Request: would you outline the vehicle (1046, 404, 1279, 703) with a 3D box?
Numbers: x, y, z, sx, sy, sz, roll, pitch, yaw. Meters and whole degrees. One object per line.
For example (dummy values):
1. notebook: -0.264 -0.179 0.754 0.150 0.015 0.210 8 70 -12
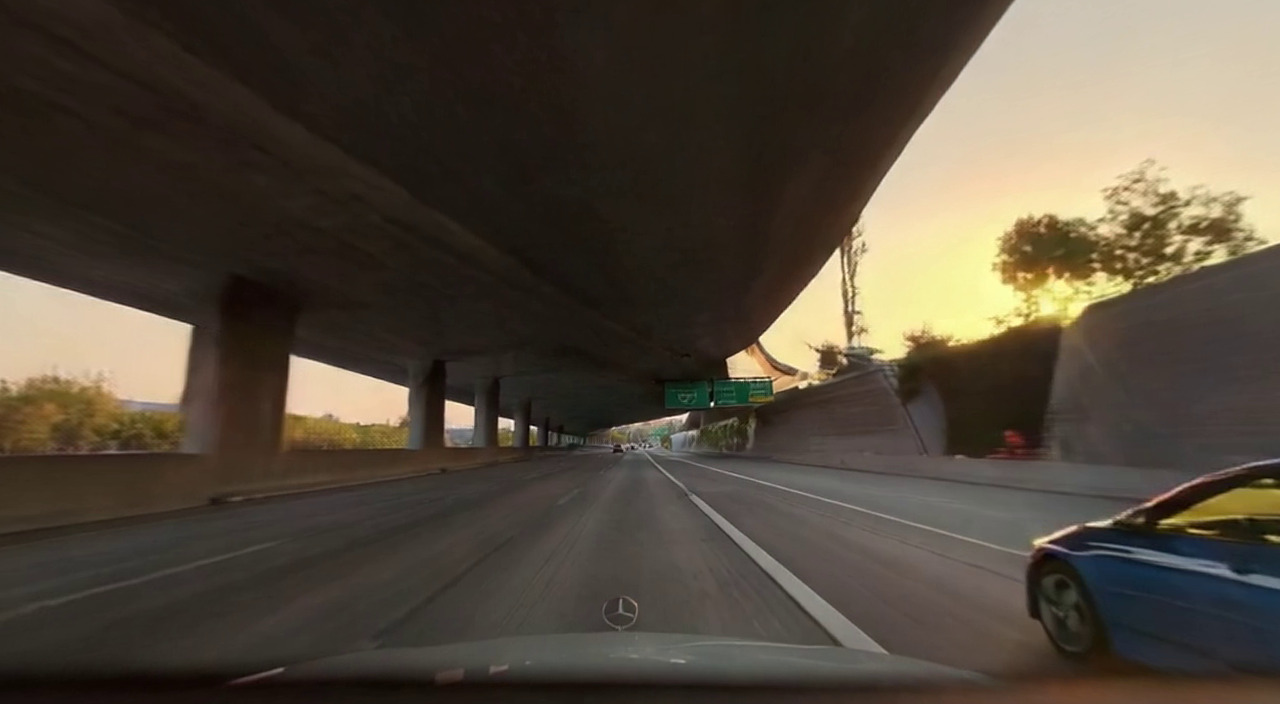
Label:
1. vehicle: 3.359 0.775 1.252 1.989 1.479 4.670 0 -9 0
